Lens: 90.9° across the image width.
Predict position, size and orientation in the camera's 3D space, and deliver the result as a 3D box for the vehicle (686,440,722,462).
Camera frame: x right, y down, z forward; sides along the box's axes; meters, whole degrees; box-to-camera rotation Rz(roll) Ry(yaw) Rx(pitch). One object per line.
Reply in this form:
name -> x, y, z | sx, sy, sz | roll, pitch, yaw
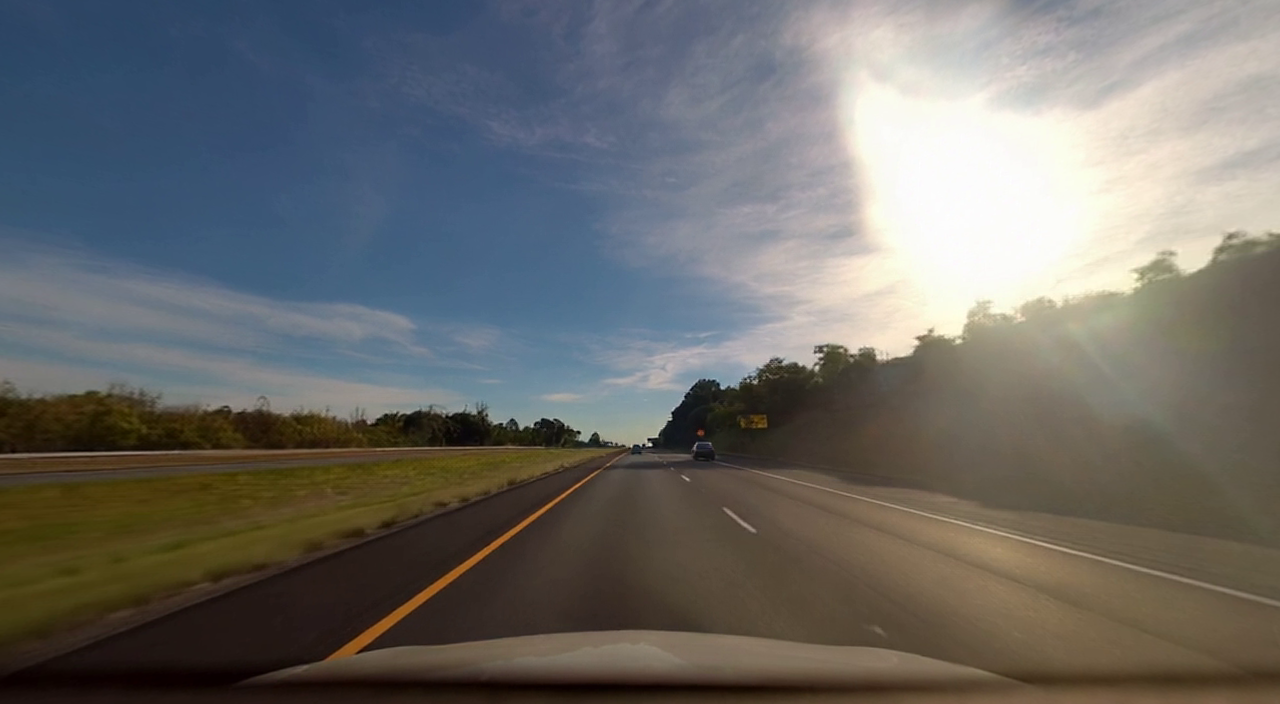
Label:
vehicle -> 4.519, 7.064, 45.194 | 2.012, 1.476, 4.256 | 0, -8, -2
